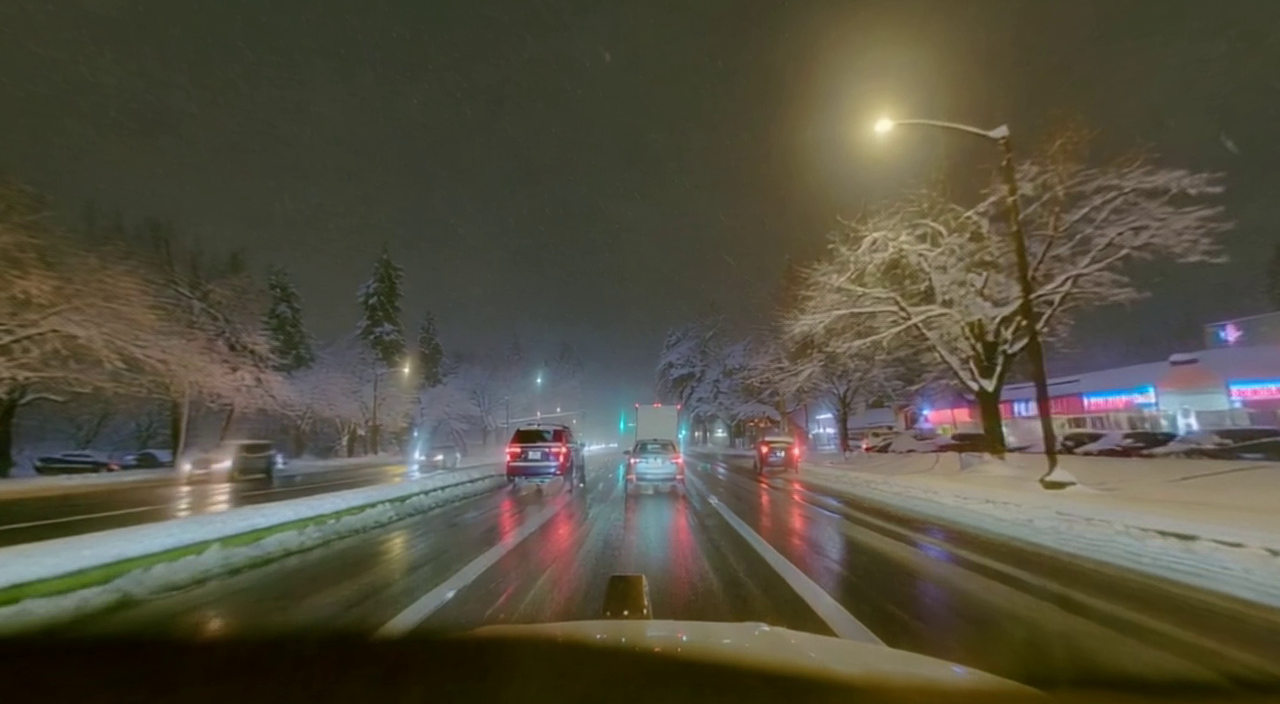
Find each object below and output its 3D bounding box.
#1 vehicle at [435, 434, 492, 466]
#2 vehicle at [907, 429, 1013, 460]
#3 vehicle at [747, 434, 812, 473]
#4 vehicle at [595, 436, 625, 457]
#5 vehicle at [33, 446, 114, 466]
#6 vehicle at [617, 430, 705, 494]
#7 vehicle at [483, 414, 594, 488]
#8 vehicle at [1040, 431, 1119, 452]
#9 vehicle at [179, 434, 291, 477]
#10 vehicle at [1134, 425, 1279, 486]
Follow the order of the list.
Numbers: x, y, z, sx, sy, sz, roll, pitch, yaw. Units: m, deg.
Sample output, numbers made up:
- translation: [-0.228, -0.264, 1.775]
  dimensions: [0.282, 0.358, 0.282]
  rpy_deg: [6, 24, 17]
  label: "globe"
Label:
- translation: [-8.943, 5.010, 32.247]
  dimensions: [1.795, 1.508, 4.057]
  rpy_deg: [0, -8, -1]
  label: "vehicle"
- translation: [16.285, 4.722, 32.240]
  dimensions: [4.323, 1.496, 1.937]
  rpy_deg: [0, -8, 0]
  label: "vehicle"
- translation: [5.790, 4.258, 26.598]
  dimensions: [1.900, 1.507, 4.151]
  rpy_deg: [0, -8, 2]
  label: "vehicle"
- translation: [-2.173, 7.009, 46.744]
  dimensions: [1.902, 1.522, 3.523]
  rpy_deg: [-1, -8, 3]
  label: "vehicle"
- translation: [-42.909, 7.856, 47.782]
  dimensions: [4.307, 1.468, 1.814]
  rpy_deg: [0, -8, 0]
  label: "vehicle"
- translation: [0.518, 2.893, 16.906]
  dimensions: [2.061, 1.494, 4.079]
  rpy_deg: [0, -8, 0]
  label: "vehicle"
- translation: [-2.843, 2.967, 19.105]
  dimensions: [2.289, 1.935, 5.227]
  rpy_deg: [0, -8, 2]
  label: "vehicle"
- translation: [31.651, 6.503, 45.591]
  dimensions: [1.903, 1.447, 4.820]
  rpy_deg: [1, -8, -6]
  label: "vehicle"
- translation: [-18.703, 4.797, 29.418]
  dimensions: [2.141, 1.820, 4.690]
  rpy_deg: [0, -8, -1]
  label: "vehicle"
- translation: [15.501, 2.556, 15.740]
  dimensions: [4.756, 1.422, 1.831]
  rpy_deg: [0, -8, 0]
  label: "vehicle"
